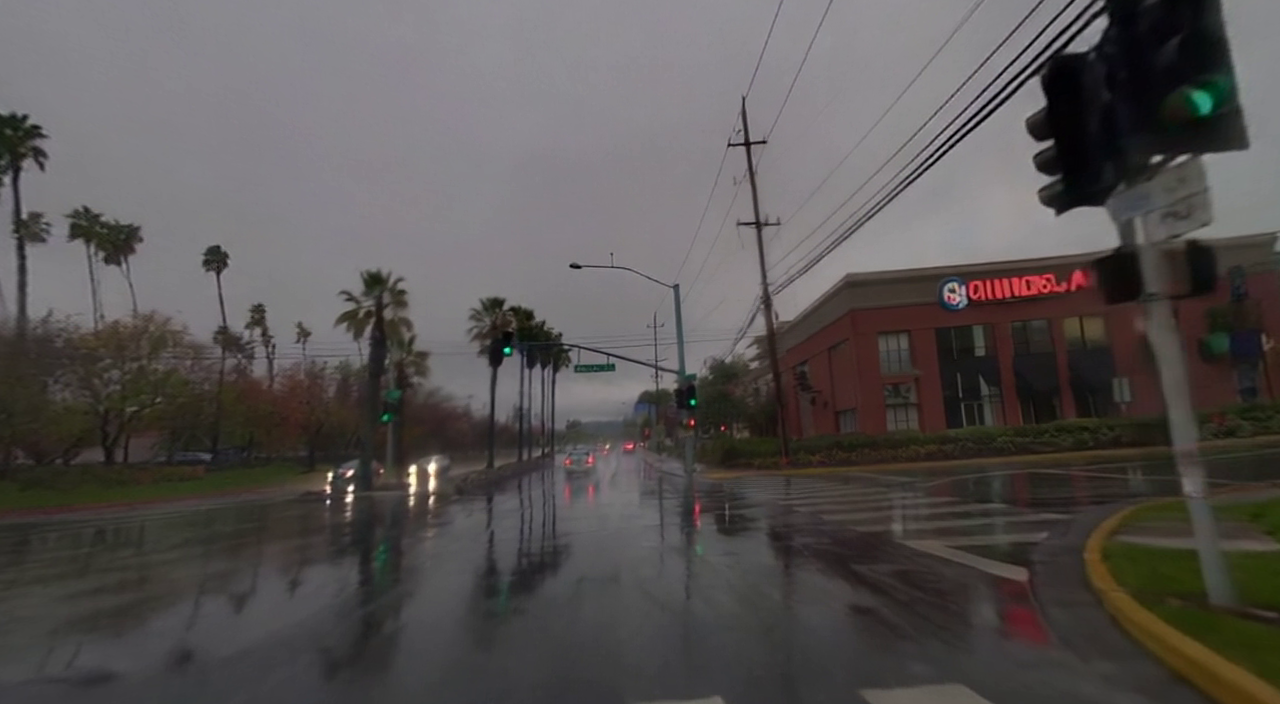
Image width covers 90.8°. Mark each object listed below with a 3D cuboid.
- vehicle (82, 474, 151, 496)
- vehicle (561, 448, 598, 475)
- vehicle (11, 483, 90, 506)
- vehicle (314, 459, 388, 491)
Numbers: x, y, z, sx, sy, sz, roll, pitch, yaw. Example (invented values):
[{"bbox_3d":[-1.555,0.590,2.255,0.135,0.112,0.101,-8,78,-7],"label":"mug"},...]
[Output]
[{"bbox_3d":[-41.349,10.510,49.949,3.829,1.510,1.790,0,-9,-3],"label":"vehicle"},{"bbox_3d":[-3.558,6.484,37.730,2.063,1.474,4.334,0,-9,-4],"label":"vehicle"},{"bbox_3d":[-41.629,10.064,44.664,3.543,1.445,1.912,0,-9,-3],"label":"vehicle"},{"bbox_3d":[-15.613,6.645,34.410,1.997,1.480,4.715,0,-9,-3],"label":"vehicle"}]
